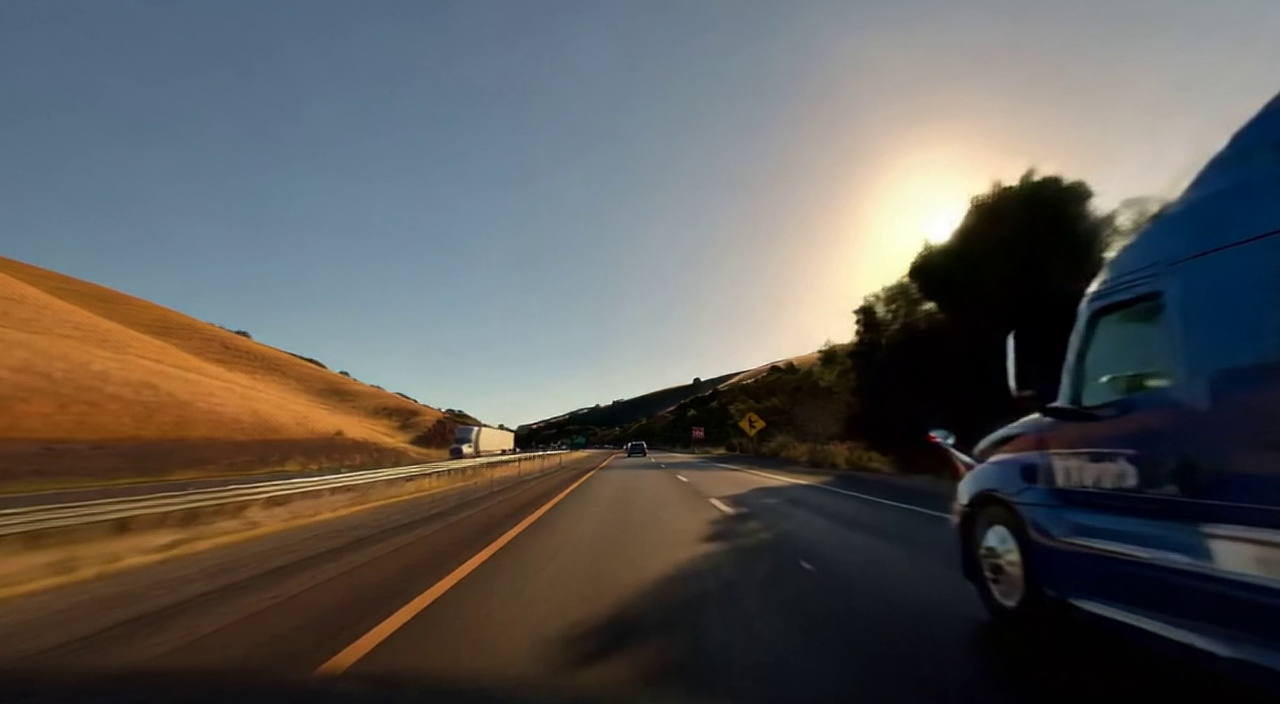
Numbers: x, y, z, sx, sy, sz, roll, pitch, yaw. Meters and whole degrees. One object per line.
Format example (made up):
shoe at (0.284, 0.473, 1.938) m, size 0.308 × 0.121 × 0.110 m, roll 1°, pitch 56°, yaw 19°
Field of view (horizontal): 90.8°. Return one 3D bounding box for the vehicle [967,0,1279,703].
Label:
vehicle at (4.122, -0.308, 1.795) m, size 3.568 × 3.906 × 4.895 m, roll 0°, pitch -8°, yaw 0°
